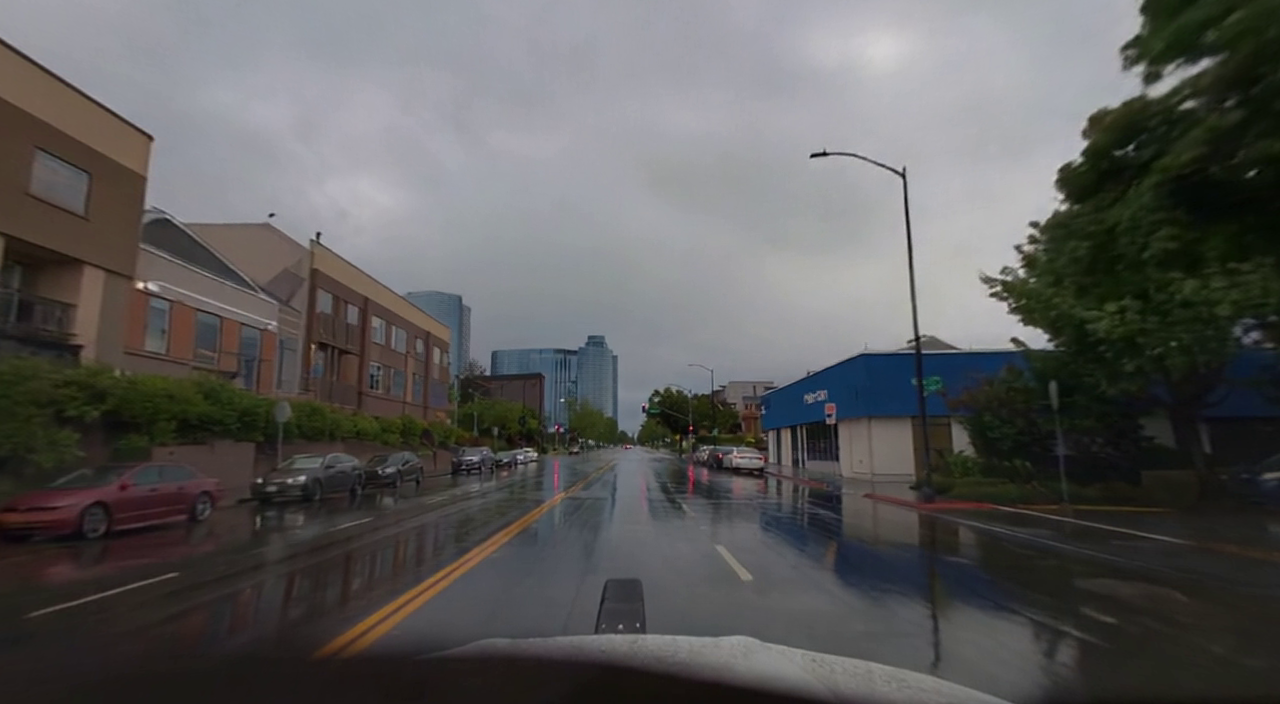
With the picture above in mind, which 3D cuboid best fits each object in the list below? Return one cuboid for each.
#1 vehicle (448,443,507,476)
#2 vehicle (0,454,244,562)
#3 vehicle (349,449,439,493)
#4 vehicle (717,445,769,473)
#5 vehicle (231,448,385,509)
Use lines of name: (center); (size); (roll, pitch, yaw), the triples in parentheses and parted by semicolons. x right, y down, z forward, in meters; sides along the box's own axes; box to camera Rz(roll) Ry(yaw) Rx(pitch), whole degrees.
vehicle: (-10.071, 6.688, 39.692); (2.228, 1.863, 5.407); (0, -8, 1)
vehicle: (-10.051, 2.698, 11.808); (2.010, 1.476, 4.871); (-1, -8, 2)
vehicle: (-9.723, 4.703, 25.398); (2.021, 1.482, 4.601); (0, -8, -3)
vehicle: (5.946, 6.221, 36.939); (2.038, 1.482, 4.994); (0, -8, -2)
vehicle: (-10.157, 3.871, 19.959); (1.995, 1.564, 5.321); (0, -8, 0)
